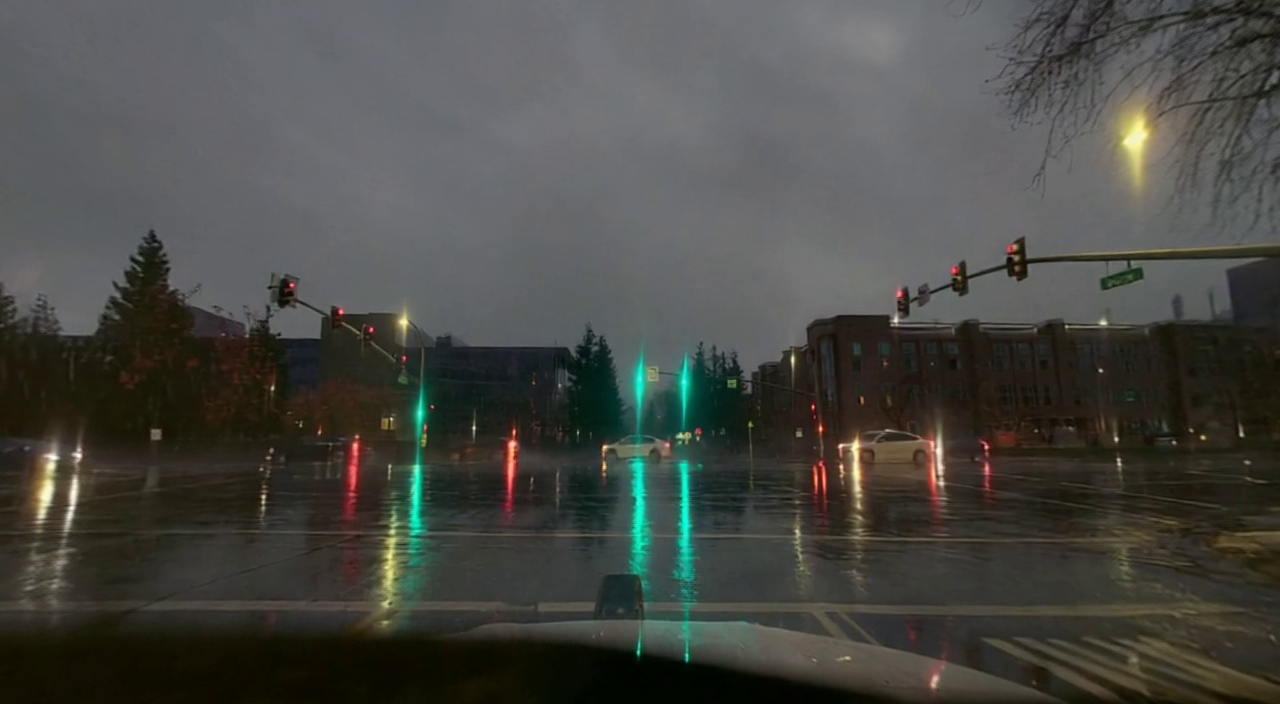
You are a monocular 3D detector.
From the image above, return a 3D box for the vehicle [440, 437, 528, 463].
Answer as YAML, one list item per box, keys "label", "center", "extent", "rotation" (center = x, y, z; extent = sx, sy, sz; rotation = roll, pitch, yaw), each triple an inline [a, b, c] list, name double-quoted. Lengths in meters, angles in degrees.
- label: "vehicle"
  center: [-9.130, 5.801, 37.271]
  extent: [4.724, 1.452, 1.870]
  rotation: [0, -9, 0]

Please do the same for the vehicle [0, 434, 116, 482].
- label: "vehicle"
  center: [-21.587, 3.708, 22.138]
  extent: [4.624, 1.593, 2.018]
  rotation: [0, -9, 0]

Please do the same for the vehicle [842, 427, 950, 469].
- label: "vehicle"
  center: [11.851, 4.425, 29.199]
  extent: [4.662, 1.764, 2.064]
  rotation: [4, -10, -28]

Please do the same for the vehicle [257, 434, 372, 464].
- label: "vehicle"
  center: [-20.789, 6.232, 40.508]
  extent: [6.133, 1.833, 2.155]
  rotation: [0, -9, 1]

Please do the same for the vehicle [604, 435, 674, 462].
- label: "vehicle"
  center: [-0.049, 6.277, 41.130]
  extent: [4.488, 1.667, 1.869]
  rotation: [-1, -9, 1]
